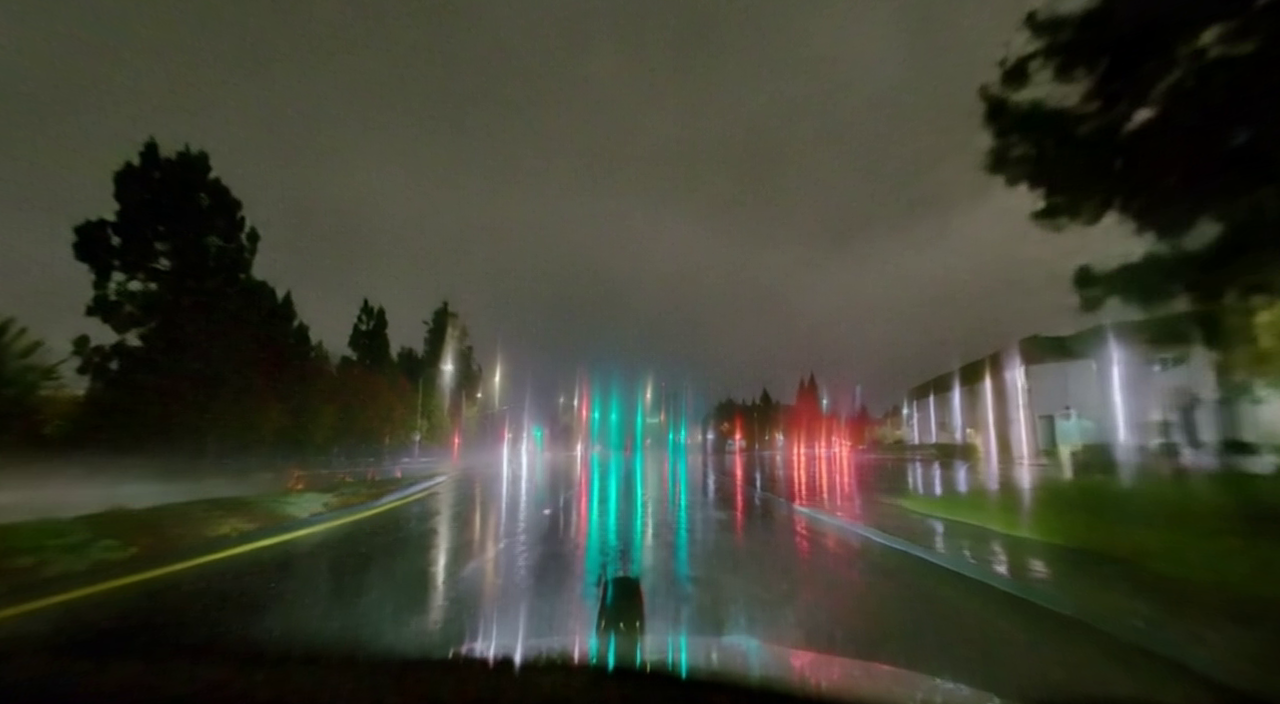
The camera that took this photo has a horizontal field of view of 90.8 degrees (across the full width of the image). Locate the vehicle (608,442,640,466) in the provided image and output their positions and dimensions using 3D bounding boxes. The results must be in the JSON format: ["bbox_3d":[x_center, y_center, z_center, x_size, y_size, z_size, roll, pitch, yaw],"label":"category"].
[{"bbox_3d":[-1.062,7.063,43.918,2.011,1.498,4.914,-1,-8,1],"label":"vehicle"}]

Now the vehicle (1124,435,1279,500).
[{"bbox_3d":[15.308,2.857,15.960,4.673,1.458,2.046,1,-9,-7],"label":"vehicle"}]
